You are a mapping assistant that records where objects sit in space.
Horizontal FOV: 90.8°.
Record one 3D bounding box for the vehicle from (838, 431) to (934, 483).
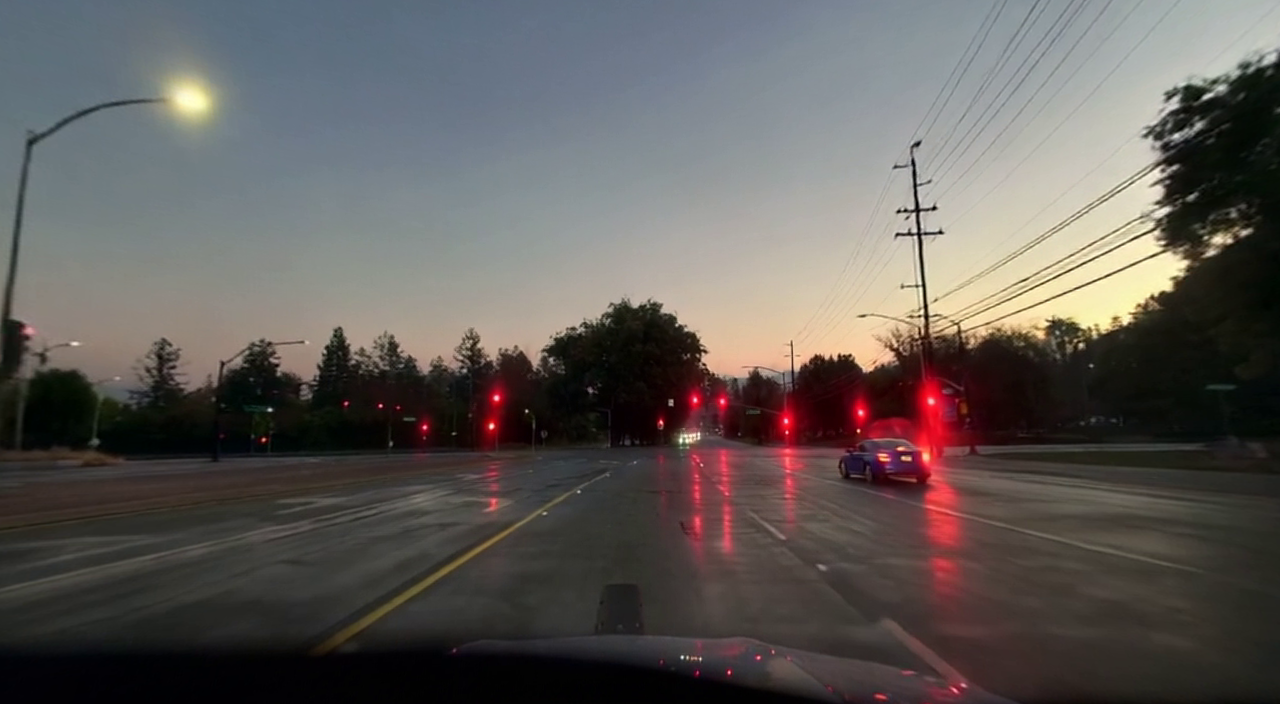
[{"bbox_3d":[8.049,3.463,21.057,1.797,1.544,3.685,-1,-9,2],"label":"vehicle"}]
